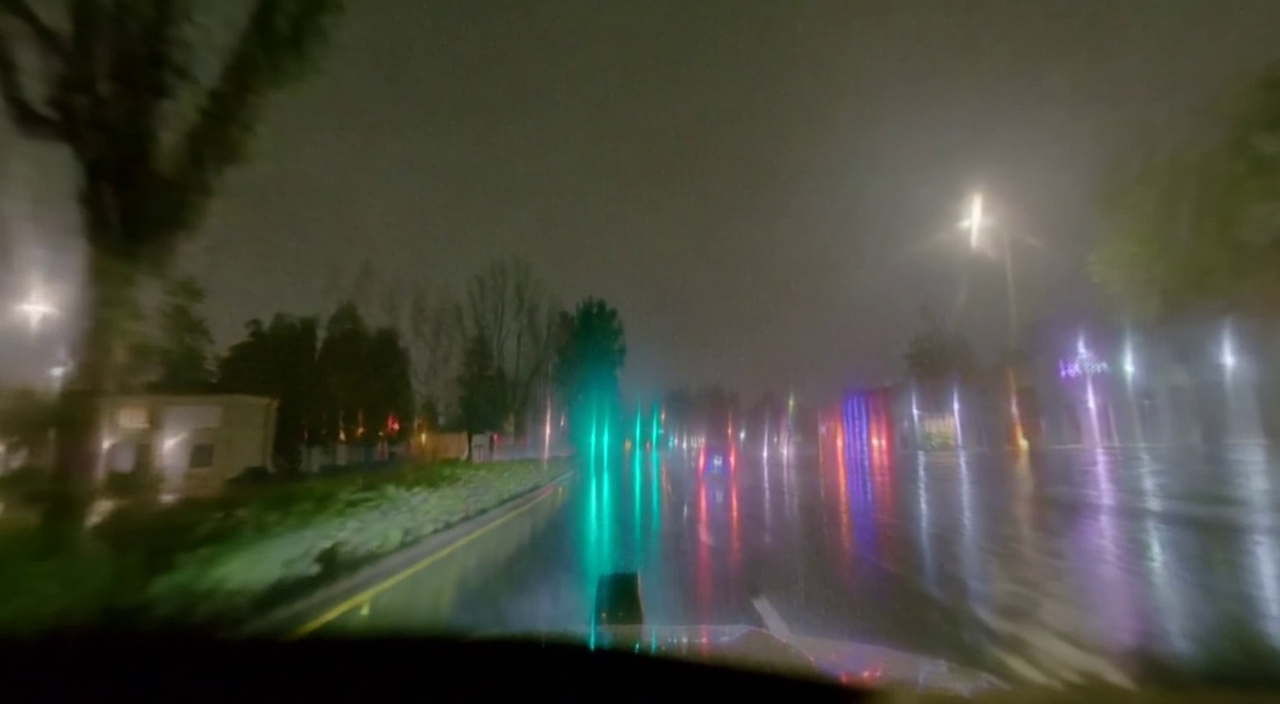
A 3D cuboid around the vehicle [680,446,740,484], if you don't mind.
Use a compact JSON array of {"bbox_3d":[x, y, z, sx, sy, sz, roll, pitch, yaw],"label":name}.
[{"bbox_3d":[2.802,4.659,26.394,1.929,1.411,4.284,0,-9,-1],"label":"vehicle"}]
